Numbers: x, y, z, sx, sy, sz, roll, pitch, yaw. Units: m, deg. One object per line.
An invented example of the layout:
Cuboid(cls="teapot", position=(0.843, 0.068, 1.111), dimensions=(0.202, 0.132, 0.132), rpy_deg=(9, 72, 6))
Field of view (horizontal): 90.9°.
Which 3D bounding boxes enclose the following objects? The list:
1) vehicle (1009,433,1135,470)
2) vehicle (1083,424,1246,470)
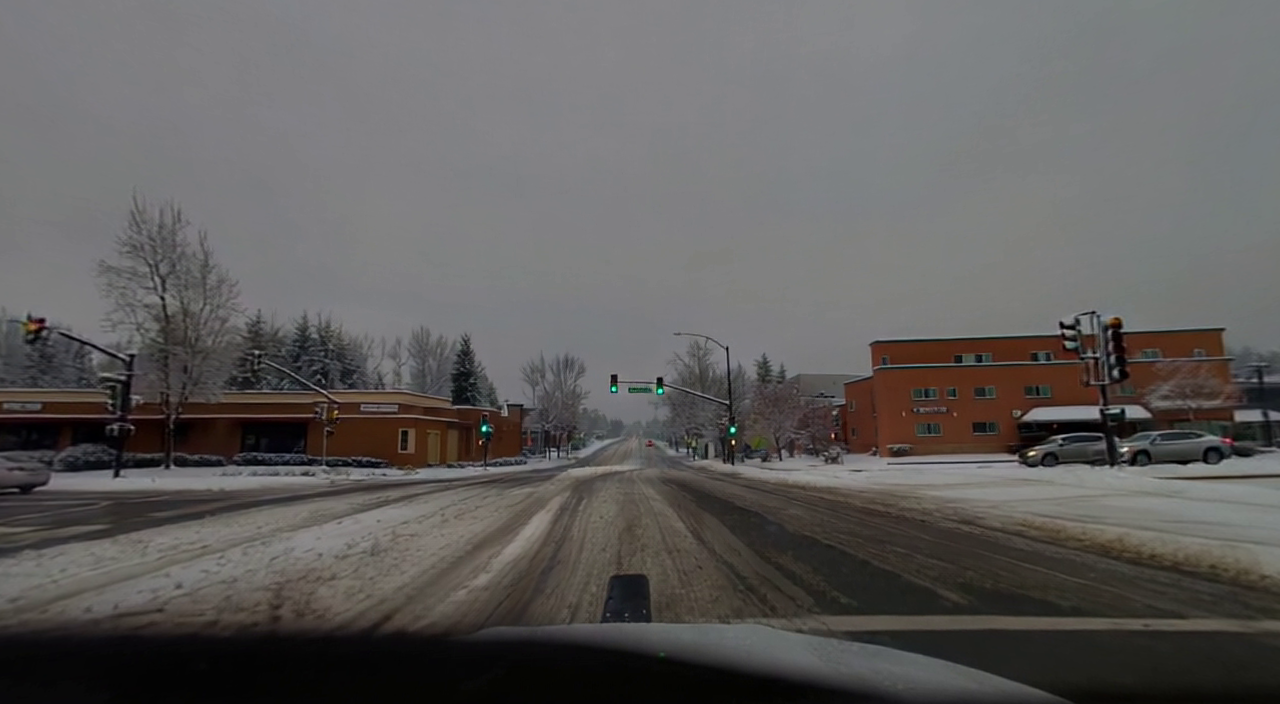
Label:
Cuboid(cls="vehicle", position=(20.425, 4.712, 29.921), dimensions=(4.483, 1.691, 1.949), rpy_deg=(0, -8, 1))
Cuboid(cls="vehicle", position=(19.483, 3.543, 23.563), dimensions=(4.288, 1.600, 1.927), rpy_deg=(0, -8, 1))
